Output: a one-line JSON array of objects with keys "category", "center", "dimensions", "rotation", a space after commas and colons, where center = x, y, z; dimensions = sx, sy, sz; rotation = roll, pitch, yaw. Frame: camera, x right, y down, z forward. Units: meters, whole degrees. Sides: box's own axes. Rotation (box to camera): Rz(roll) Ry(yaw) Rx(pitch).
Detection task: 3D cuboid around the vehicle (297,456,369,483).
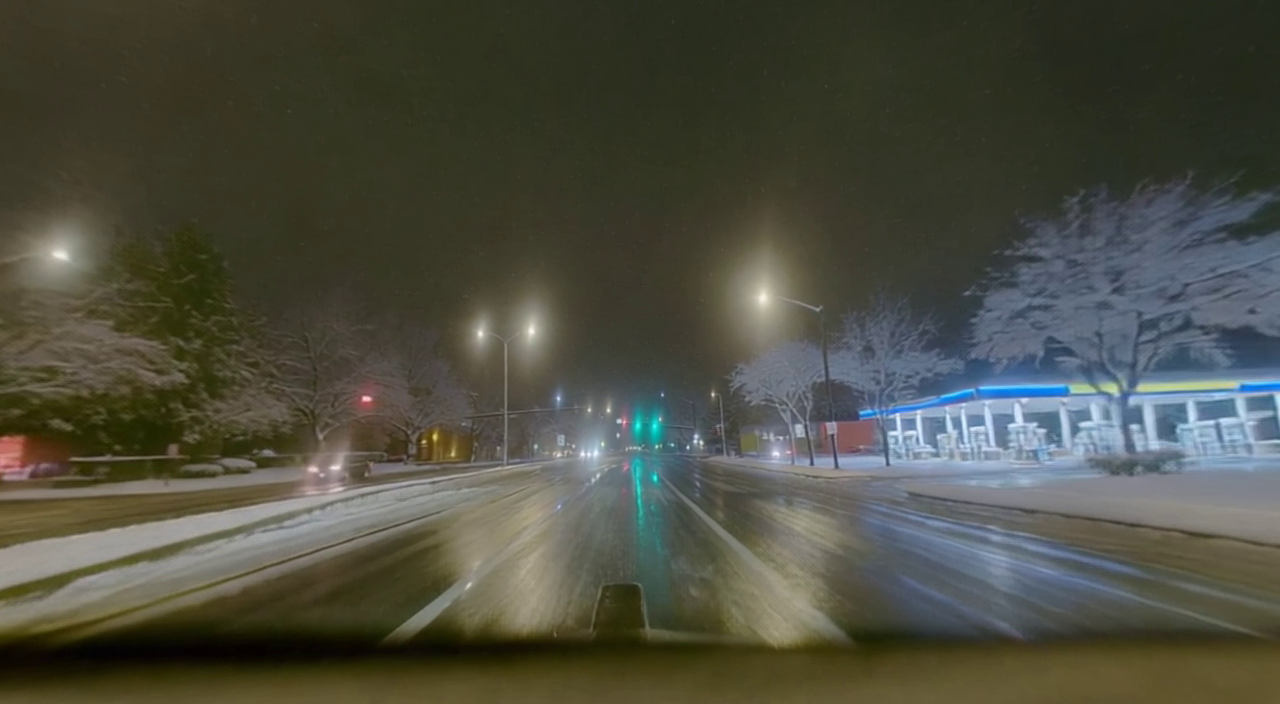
[{"category": "vehicle", "center": [-18.575, 7.095, 38.445], "dimensions": [2.048, 1.479, 4.490], "rotation": [0, -8, 1]}]
